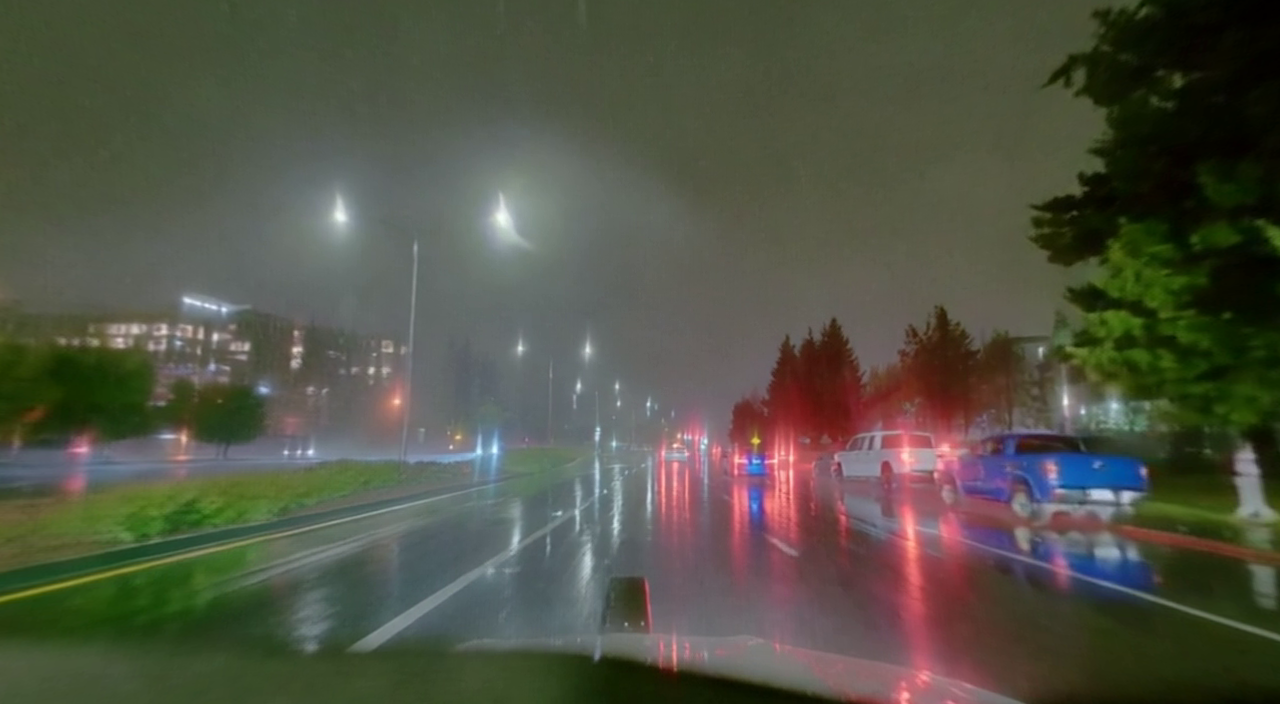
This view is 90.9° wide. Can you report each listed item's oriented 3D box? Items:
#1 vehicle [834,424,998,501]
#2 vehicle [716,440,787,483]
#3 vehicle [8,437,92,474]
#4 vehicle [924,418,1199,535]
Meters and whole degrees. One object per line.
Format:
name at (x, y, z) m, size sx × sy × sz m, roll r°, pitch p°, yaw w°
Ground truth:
vehicle at (8.218, 3.368, 19.770) m, size 2.410 × 1.997 × 6.477 m, roll 0°, pitch -8°, yaw 2°
vehicle at (4.212, 4.202, 24.499) m, size 1.981 × 1.499 × 4.536 m, roll 0°, pitch -8°, yaw 1°
vehicle at (-27.480, 4.793, 29.314) m, size 4.266 × 1.583 × 2.078 m, roll -7°, pitch -11°, yaw 38°
vehicle at (7.637, 2.283, 12.214) m, size 2.104 × 1.801 × 4.628 m, roll 0°, pitch -8°, yaw 0°
